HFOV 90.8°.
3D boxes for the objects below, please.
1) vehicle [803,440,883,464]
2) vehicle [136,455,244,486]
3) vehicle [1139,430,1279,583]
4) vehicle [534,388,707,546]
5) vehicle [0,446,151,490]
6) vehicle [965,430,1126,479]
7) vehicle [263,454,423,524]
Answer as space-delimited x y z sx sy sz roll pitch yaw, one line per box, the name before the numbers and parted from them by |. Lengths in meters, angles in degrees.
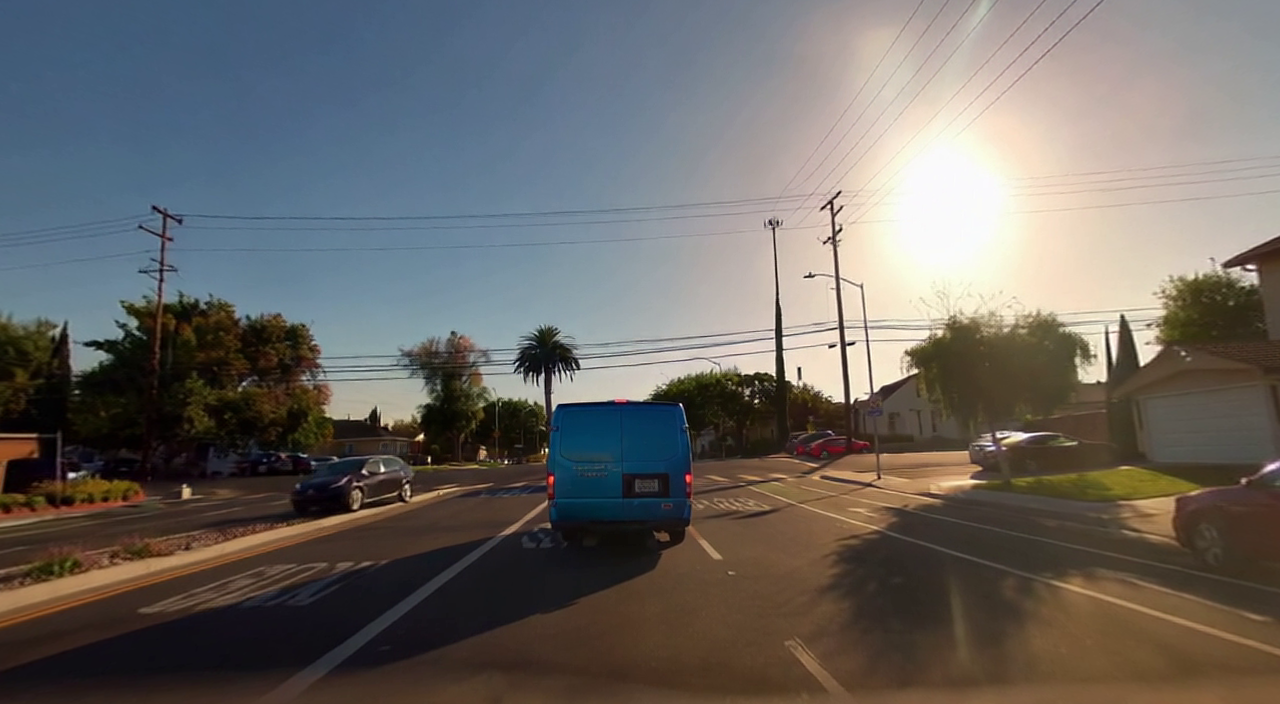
vehicle | 13.100 6.451 40.914 4.483 1.463 1.805 0 -9 -1
vehicle | -27.481 7.233 38.692 4.972 1.776 2.057 0 -9 -1
vehicle | 7.336 1.465 5.833 1.883 1.504 4.220 0 -9 -2
vehicle | -0.353 1.925 11.089 2.342 2.142 4.809 0 -9 -2
vehicle | -26.939 5.523 30.299 5.026 2.017 2.215 0 -9 -1
vehicle | 13.134 3.338 20.647 3.916 1.517 1.887 0 -9 -2
vehicle | -7.340 3.400 16.230 1.962 1.481 4.434 0 -9 0
